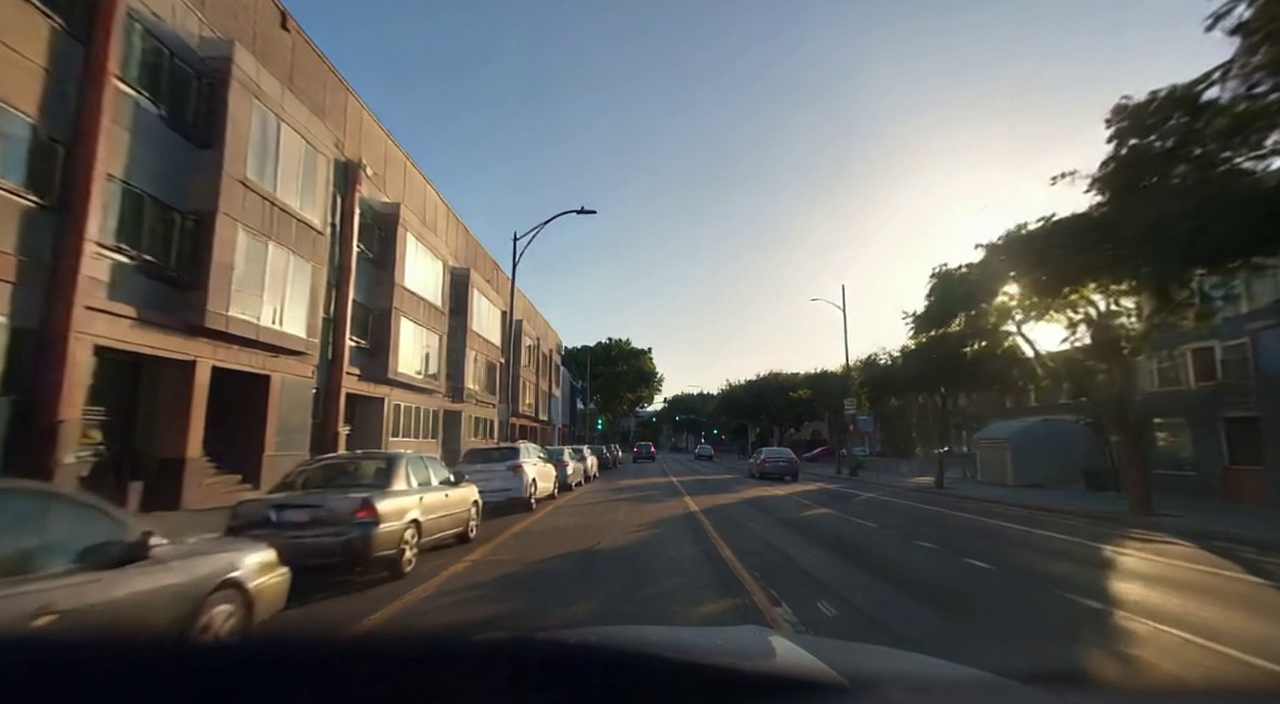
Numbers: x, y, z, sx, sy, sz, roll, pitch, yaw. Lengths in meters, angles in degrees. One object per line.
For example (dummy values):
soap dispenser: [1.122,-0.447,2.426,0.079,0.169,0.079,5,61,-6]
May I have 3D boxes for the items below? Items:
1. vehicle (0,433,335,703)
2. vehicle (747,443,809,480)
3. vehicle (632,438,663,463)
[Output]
vehicle: [-3.200,1.001,2.339,1.944,1.382,4.165,0,-8,2]
vehicle: [5.751,4.601,26.703,1.799,1.463,3.464,0,-8,-1]
vehicle: [0.585,6.945,44.654,2.122,1.689,3.885,0,-8,2]
